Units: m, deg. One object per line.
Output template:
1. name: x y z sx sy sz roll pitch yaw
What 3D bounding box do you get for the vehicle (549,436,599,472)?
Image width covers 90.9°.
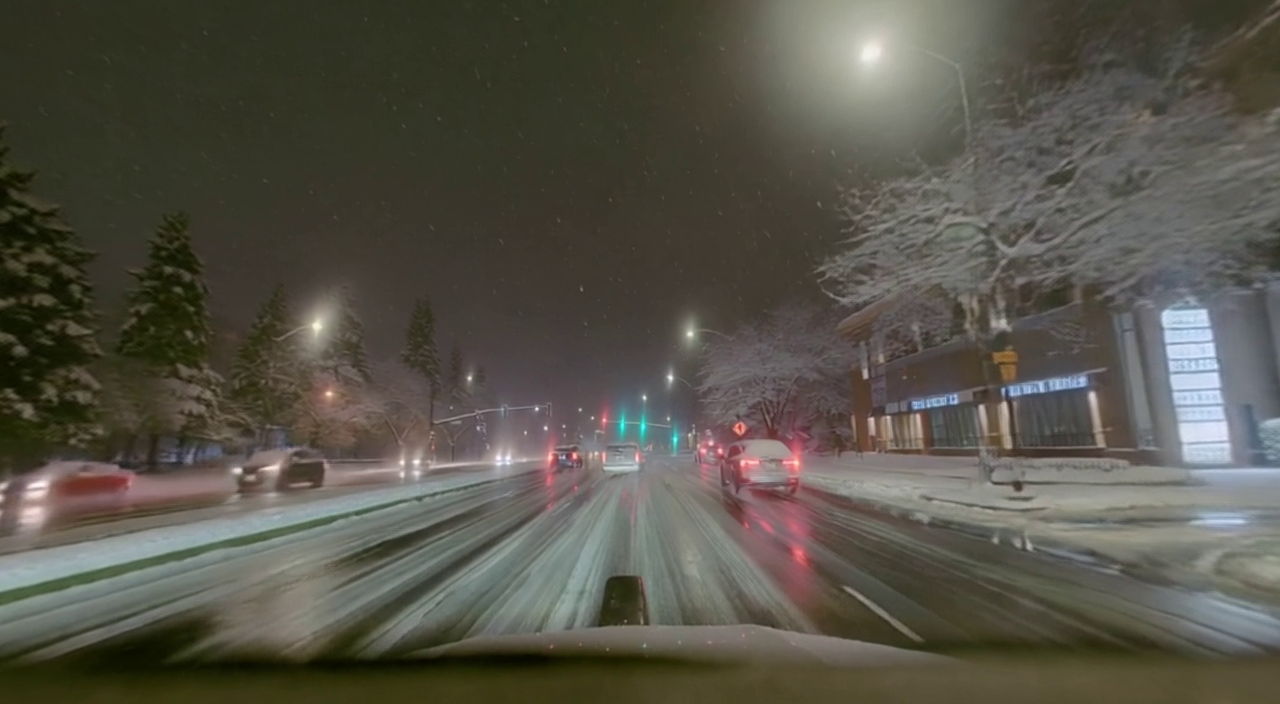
1. vehicle: -3.325 5.264 32.824 2.023 1.720 4.452 -1 -9 1

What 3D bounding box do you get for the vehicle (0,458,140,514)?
1. vehicle: -19.278 4.278 20.584 1.984 1.481 4.752 0 -9 0

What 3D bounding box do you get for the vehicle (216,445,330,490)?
1. vehicle: -15.267 4.798 26.580 1.957 1.732 4.568 0 -9 1

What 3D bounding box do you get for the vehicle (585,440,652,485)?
1. vehicle: -0.663 3.877 22.426 1.971 1.433 3.923 -1 -9 4

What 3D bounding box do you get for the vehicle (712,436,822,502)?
1. vehicle: 3.171 3.016 16.686 1.948 1.474 4.360 0 -9 -1

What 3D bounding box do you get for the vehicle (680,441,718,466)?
1. vehicle: 3.695 6.449 40.244 1.913 1.463 4.198 0 -9 -1
